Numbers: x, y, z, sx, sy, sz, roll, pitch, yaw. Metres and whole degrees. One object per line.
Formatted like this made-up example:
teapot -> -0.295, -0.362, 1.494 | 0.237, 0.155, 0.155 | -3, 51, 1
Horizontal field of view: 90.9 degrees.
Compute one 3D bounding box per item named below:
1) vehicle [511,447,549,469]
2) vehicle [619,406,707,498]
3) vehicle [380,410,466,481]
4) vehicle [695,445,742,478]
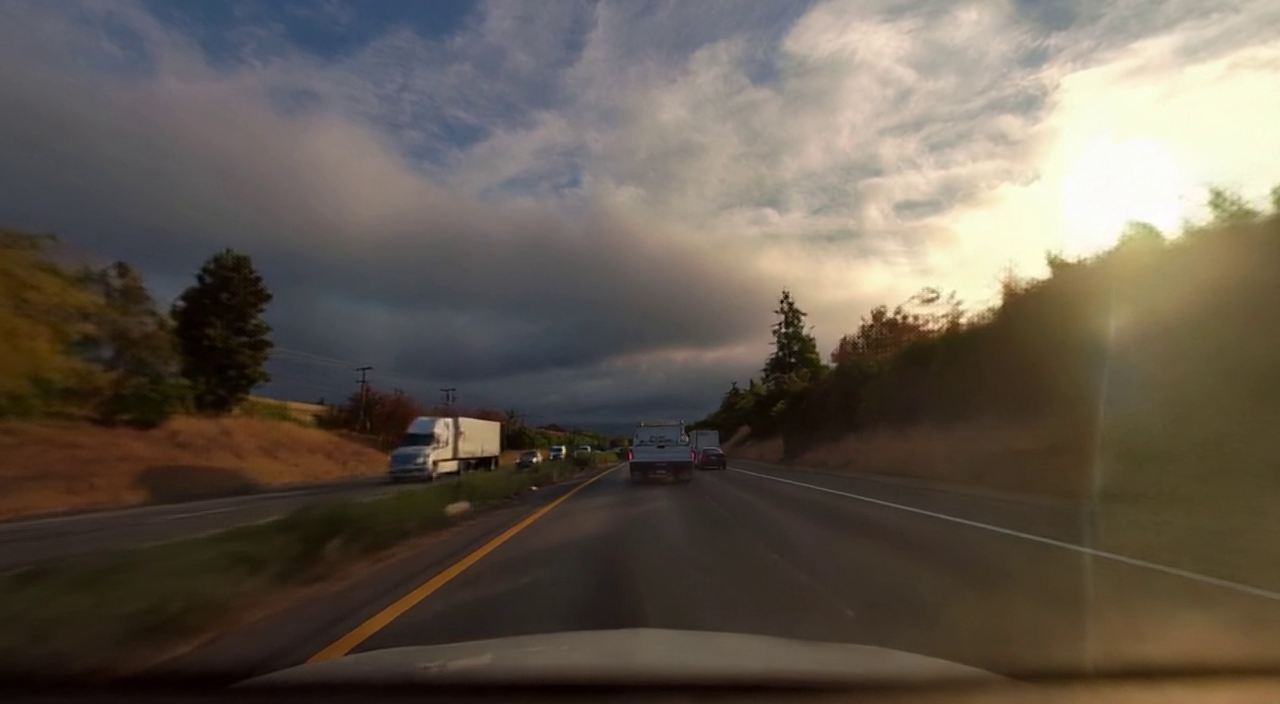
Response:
vehicle -> -8.563, 8.294, 49.504 | 2.051, 1.586, 4.739 | -1, -9, 2
vehicle -> 0.547, 3.155, 20.073 | 2.423, 2.517, 5.055 | 0, -9, -2
vehicle -> -13.016, 5.697, 38.410 | 3.018, 3.955, 5.802 | 0, -9, 1
vehicle -> 3.696, 5.214, 30.240 | 1.654, 1.441, 4.066 | 0, -9, -1
